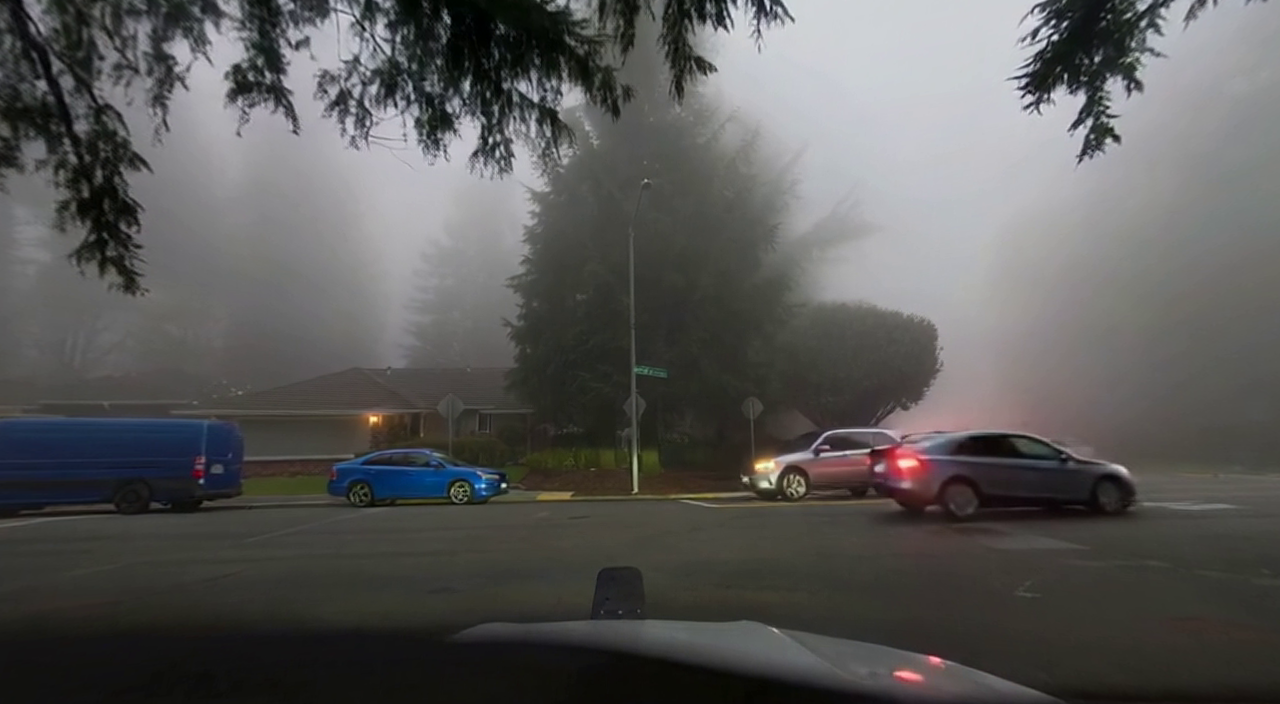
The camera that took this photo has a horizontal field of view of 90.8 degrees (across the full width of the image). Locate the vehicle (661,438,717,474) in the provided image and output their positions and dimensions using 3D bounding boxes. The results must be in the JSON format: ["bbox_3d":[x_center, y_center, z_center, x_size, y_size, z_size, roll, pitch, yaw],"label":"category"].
[{"bbox_3d":[2.072,4.556,27.849,1.745,1.461,4.074,1,-9,-6],"label":"vehicle"}]

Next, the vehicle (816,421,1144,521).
[{"bbox_3d":[5.822,2.065,11.270,4.684,1.556,2.087,1,-8,-5],"label":"vehicle"}]

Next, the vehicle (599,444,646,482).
[{"bbox_3d":[-0.801,4.740,27.233,1.648,1.430,3.654,4,-8,-5],"label":"vehicle"}]

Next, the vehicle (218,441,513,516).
[{"bbox_3d":[-6.962,3.330,17.059,6.643,1.777,2.925,1,-9,-6],"label":"vehicle"}]

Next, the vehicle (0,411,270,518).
[{"bbox_3d":[-14.504,2.992,16.477,7.824,2.323,2.863,-2,-10,-3],"label":"vehicle"}]
